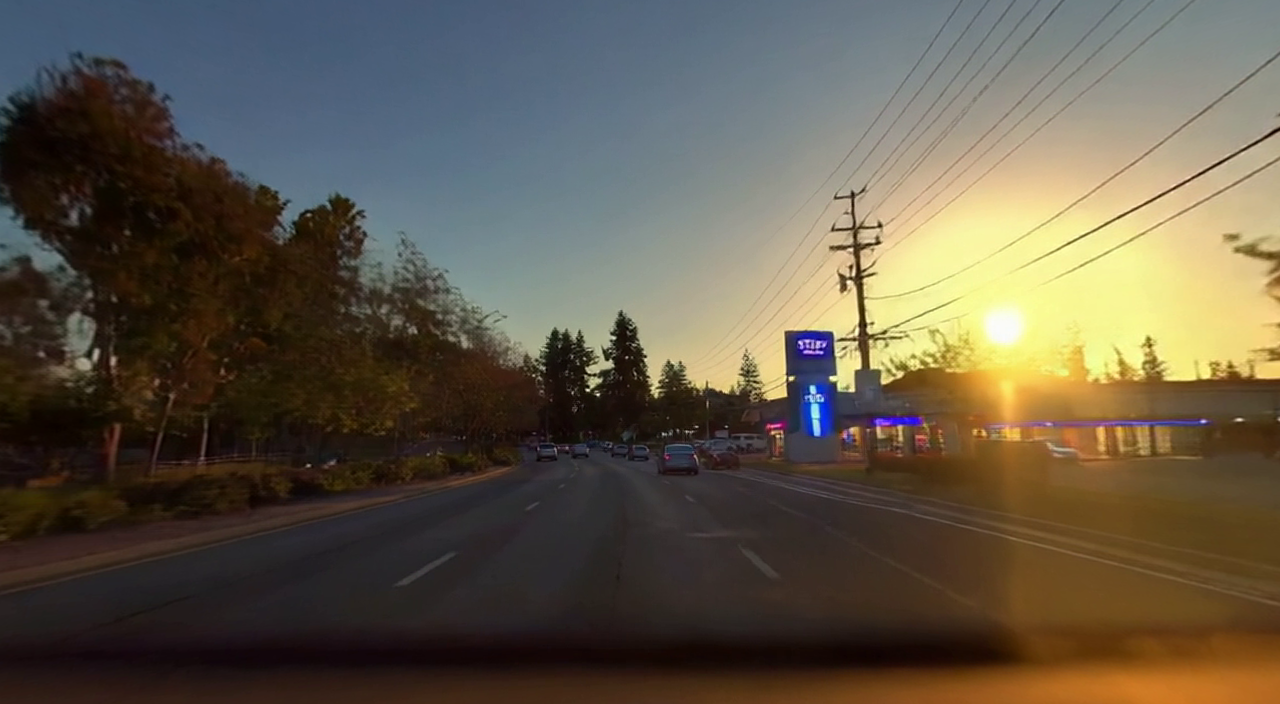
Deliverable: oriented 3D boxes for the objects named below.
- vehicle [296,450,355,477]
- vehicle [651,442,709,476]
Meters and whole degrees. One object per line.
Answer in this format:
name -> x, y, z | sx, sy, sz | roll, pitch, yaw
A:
vehicle -> -21.565, 7.640, 43.508 | 2.005, 1.713, 4.648 | 1, -8, -5
vehicle -> 1.787, 4.950, 29.457 | 2.130, 1.476, 4.453 | 1, -9, -4
